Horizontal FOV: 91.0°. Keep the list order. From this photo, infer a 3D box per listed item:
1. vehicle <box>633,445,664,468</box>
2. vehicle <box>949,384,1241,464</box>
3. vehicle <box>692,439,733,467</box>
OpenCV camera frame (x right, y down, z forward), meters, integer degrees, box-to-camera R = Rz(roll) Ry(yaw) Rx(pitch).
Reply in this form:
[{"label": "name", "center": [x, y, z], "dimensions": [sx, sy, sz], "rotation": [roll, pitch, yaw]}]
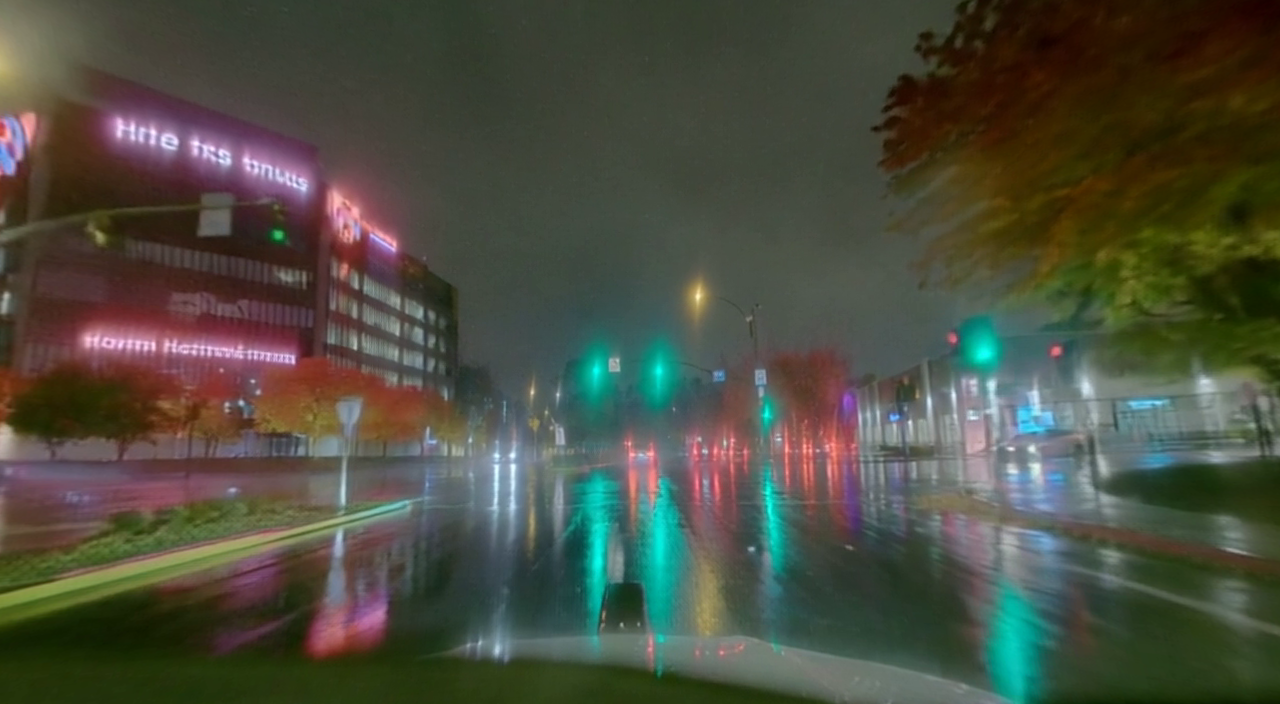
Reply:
[{"label": "vehicle", "center": [0.647, 7.435, 45.030], "dimensions": [2.014, 1.525, 4.197], "rotation": [0, -9, 3]}, {"label": "vehicle", "center": [21.139, 3.459, 29.982], "dimensions": [10.893, 3.534, 3.195], "rotation": [-1, -9, 5]}, {"label": "vehicle", "center": [4.796, 6.756, 42.371], "dimensions": [2.174, 1.749, 4.739], "rotation": [0, -9, -1]}]
